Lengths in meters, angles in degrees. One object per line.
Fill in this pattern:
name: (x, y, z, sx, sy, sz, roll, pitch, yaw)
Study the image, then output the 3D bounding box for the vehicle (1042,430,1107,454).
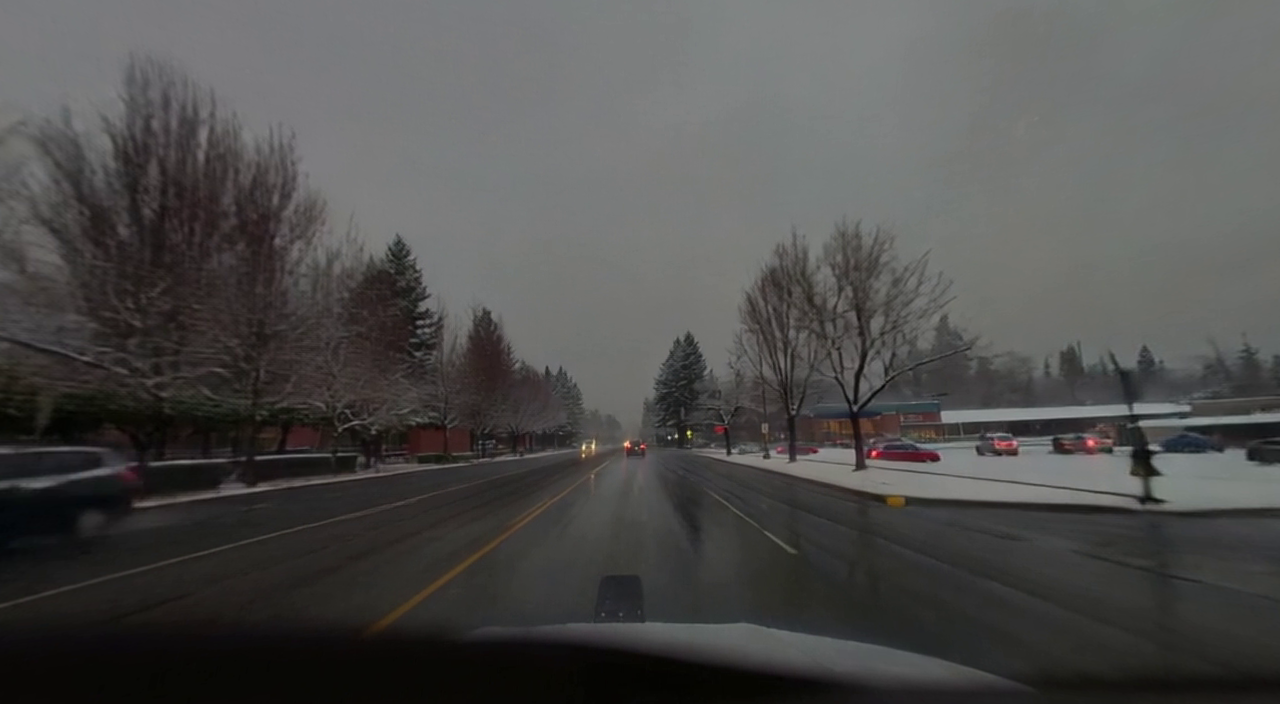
vehicle: (34.224, 7.108, 49.939, 1.843, 1.774, 4.626, 0, -8, 0)

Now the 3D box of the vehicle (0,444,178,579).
vehicle: (-8.013, 1.799, 7.225, 1.969, 1.462, 4.425, -1, -8, 2)

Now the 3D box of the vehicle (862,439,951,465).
vehicle: (16.741, 6.303, 39.855, 4.665, 1.570, 2.080, 0, -8, 0)
